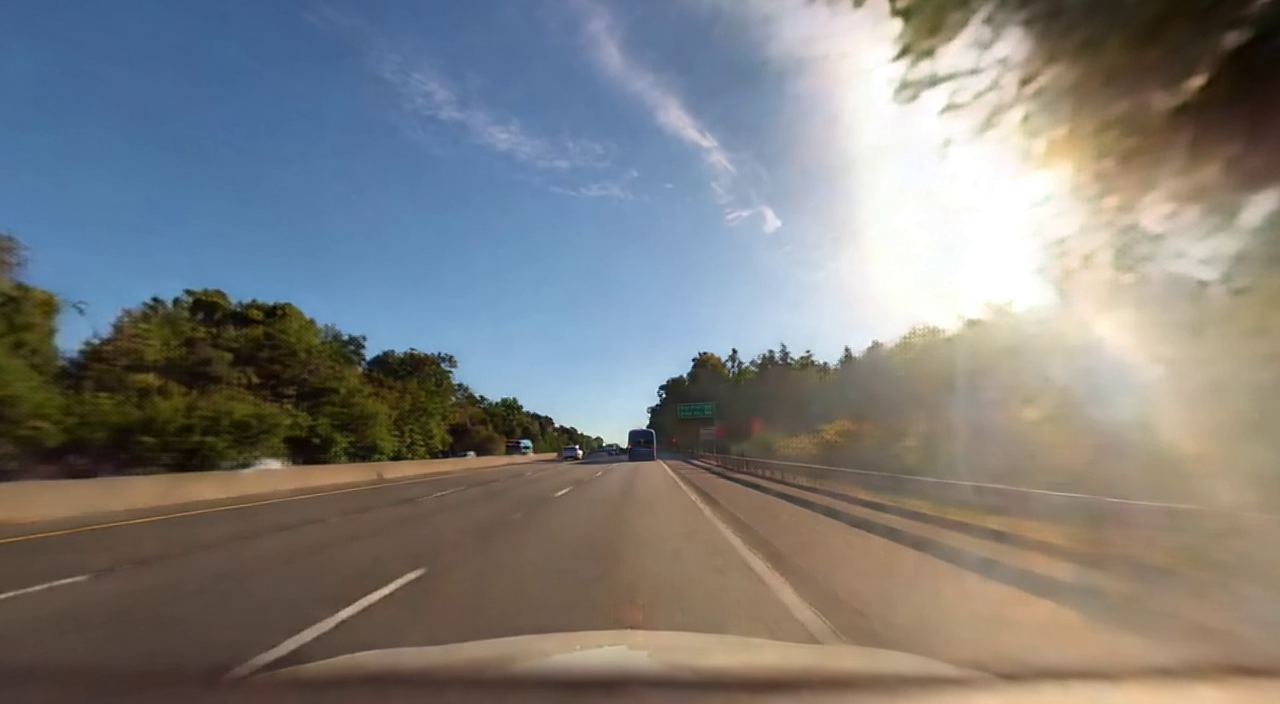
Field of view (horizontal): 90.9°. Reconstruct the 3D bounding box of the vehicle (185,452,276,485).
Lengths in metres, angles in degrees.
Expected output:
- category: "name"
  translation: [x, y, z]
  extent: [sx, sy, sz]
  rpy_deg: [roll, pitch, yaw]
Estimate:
- category: "vehicle"
  translation: [-21.584, 6.141, 33.466]
  extent: [1.870, 1.558, 4.388]
  rpy_deg: [0, -8, 0]
